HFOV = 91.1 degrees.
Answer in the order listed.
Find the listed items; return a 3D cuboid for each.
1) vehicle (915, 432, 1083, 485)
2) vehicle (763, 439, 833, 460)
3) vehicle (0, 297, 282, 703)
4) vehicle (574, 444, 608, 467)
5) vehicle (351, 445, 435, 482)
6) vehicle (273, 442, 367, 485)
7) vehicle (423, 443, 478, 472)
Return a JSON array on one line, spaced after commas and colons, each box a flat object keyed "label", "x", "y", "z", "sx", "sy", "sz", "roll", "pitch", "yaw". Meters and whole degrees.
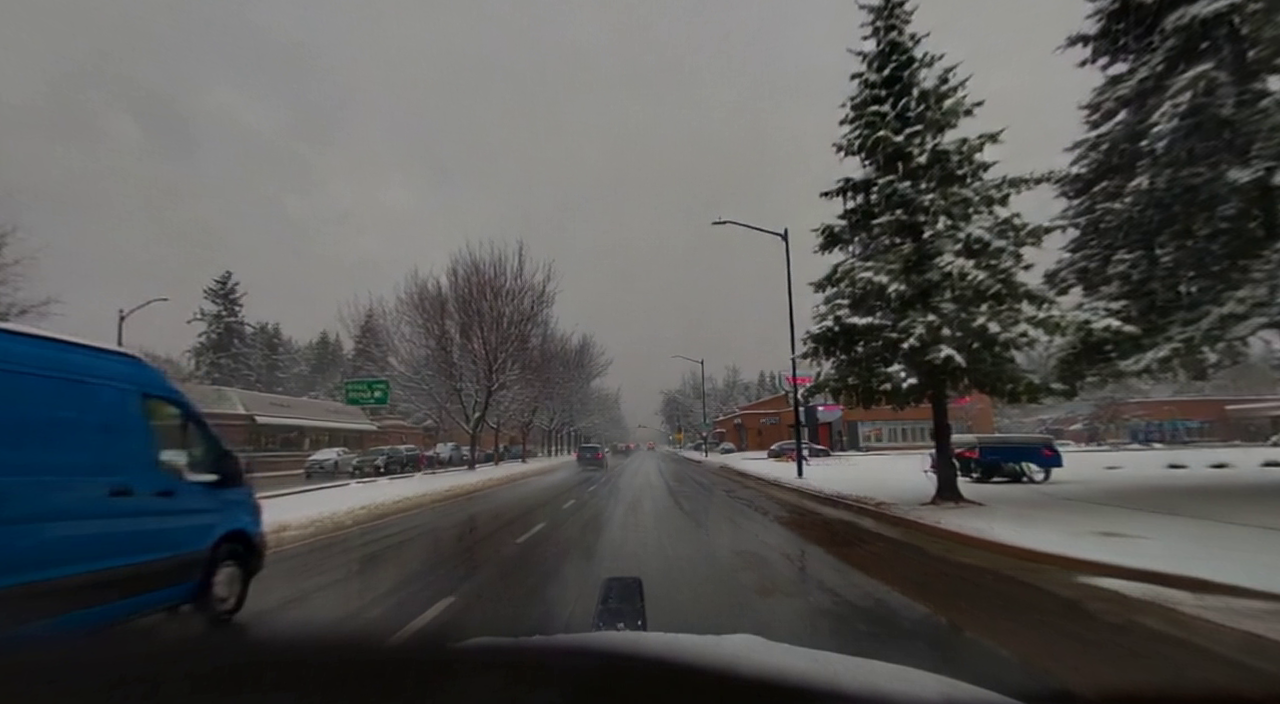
[{"label": "vehicle", "x": 10.938, "y": 3.268, "z": 19.379, "sx": 3.935, "sy": 1.518, "sz": 1.985, "roll": 0, "pitch": -8, "yaw": -1}, {"label": "vehicle", "x": 11.488, "y": 7.095, "z": 45.850, "sx": 4.607, "sy": 1.471, "sz": 1.982, "roll": 0, "pitch": -8, "yaw": -2}, {"label": "vehicle", "x": -3.966, "y": 0.708, "z": 2.499, "sx": 2.152, "sy": 1.987, "sz": 4.952, "roll": 0, "pitch": -8, "yaw": -1}, {"label": "vehicle", "x": -3.337, "y": 7.157, "z": 43.441, "sx": 1.966, "sy": 1.481, "sz": 4.385, "roll": 0, "pitch": -8, "yaw": 0}, {"label": "vehicle", "x": -12.070, "y": 5.451, "z": 31.075, "sx": 2.024, "sy": 1.656, "sz": 4.837, "roll": -1, "pitch": -8, "yaw": 2}, {"label": "vehicle", "x": -15.121, "y": 5.263, "z": 30.020, "sx": 1.936, "sy": 1.813, "sz": 4.921, "roll": -1, "pitch": -8, "yaw": 0}, {"label": "vehicle", "x": -11.534, "y": 6.422, "z": 38.473, "sx": 2.044, "sy": 1.649, "sz": 4.211, "roll": 0, "pitch": -8, "yaw": 0}]
